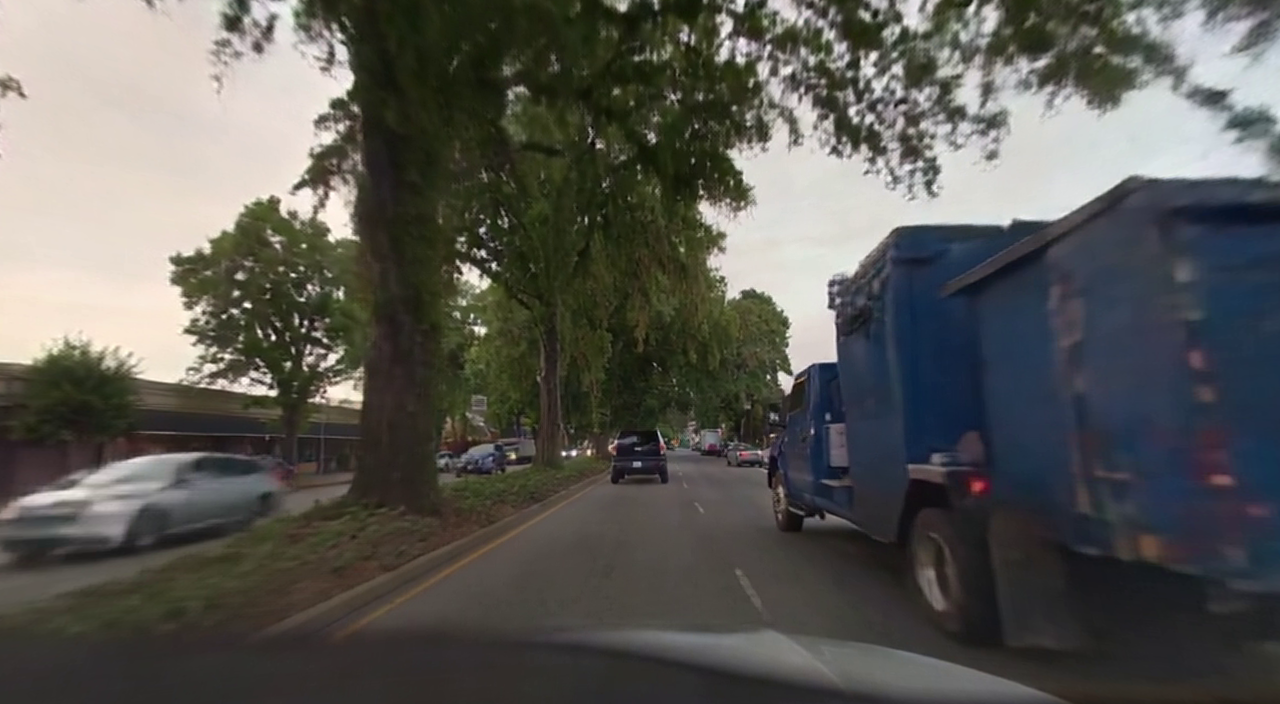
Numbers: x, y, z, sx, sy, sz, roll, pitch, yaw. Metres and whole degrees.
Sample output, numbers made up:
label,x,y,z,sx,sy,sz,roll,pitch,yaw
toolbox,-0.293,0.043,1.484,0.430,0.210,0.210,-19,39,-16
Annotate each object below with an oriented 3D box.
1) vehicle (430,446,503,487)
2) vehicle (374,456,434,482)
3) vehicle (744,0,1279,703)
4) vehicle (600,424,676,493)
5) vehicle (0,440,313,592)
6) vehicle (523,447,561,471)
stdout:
label,x,y,z,sx,sy,sz,roll,pitch,yaw
vehicle,-7.605,5.033,28.152,1.937,1.641,4.575,0,-9,0
vehicle,-15.126,7.516,40.701,1.962,1.487,4.652,0,-9,2
vehicle,3.824,0.685,8.496,3.007,4.206,12.913,0,-9,2
vehicle,0.053,3.560,21.350,2.293,2.036,4.853,-1,-9,3
vehicle,-6.787,2.038,8.855,2.056,1.534,4.645,0,-9,-2
vehicle,-7.321,8.018,47.677,1.977,1.669,4.387,-1,-9,2
